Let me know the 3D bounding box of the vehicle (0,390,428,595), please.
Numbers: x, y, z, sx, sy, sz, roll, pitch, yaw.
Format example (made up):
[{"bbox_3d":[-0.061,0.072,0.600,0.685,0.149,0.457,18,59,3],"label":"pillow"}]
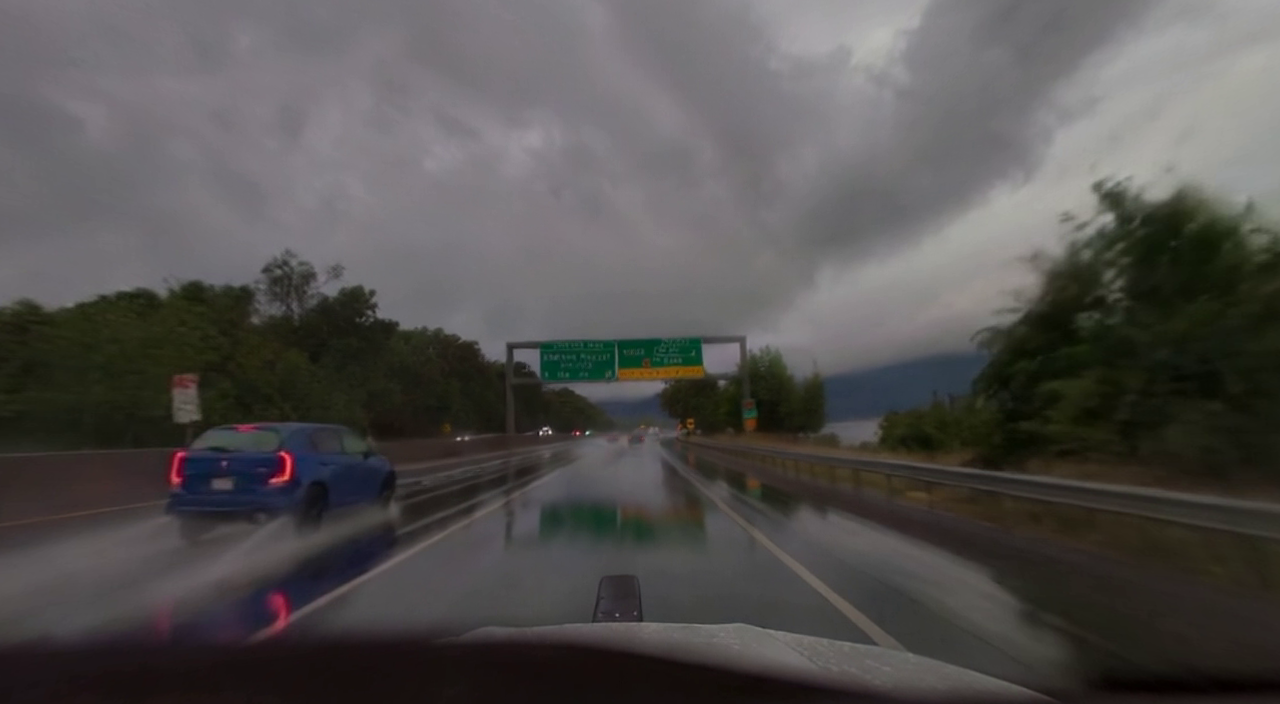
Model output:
[{"bbox_3d":[-4.273,1.414,7.328,2.052,1.626,4.514,0,-8,0],"label":"vehicle"}]
